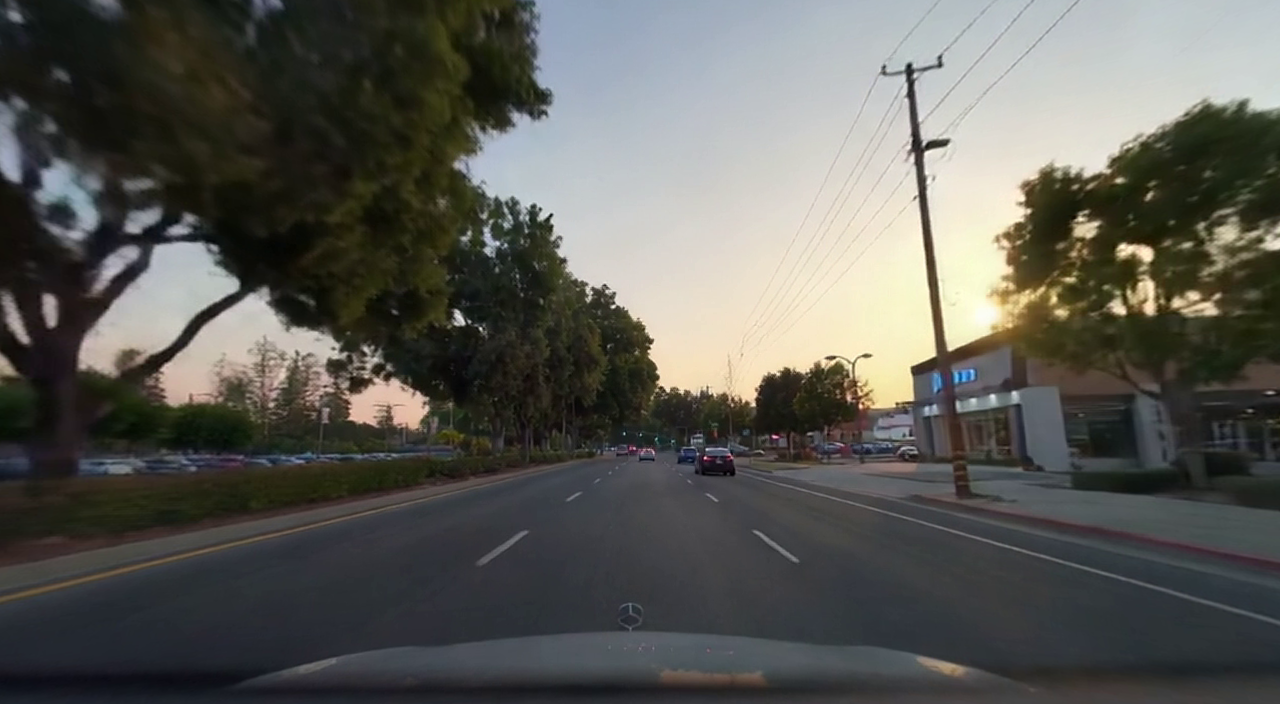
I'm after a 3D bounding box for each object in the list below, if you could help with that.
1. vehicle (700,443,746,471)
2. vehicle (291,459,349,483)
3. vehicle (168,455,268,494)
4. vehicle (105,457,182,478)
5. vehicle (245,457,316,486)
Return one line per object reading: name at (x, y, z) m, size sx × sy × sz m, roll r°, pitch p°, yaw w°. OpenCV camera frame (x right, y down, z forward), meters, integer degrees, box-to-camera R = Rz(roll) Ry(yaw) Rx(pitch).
vehicle at (4.533, 5.815, 35.094) m, size 1.916 × 1.459 × 4.335 m, roll 0°, pitch -9°, yaw -1°
vehicle at (-22.486, 8.343, 44.477) m, size 1.841 × 1.510 × 4.389 m, roll -1°, pitch -9°, yaw 0°
vehicle at (-22.339, 6.455, 33.638) m, size 1.939 × 1.780 × 5.057 m, roll 0°, pitch -8°, yaw -2°
vehicle at (-39.198, 9.120, 49.835) m, size 4.370 × 1.497 × 2.031 m, roll 0°, pitch -8°, yaw 0°
vehicle at (-22.531, 7.495, 39.758) m, size 1.674 × 1.483 × 4.741 m, roll -3°, pitch -8°, yaw 1°
